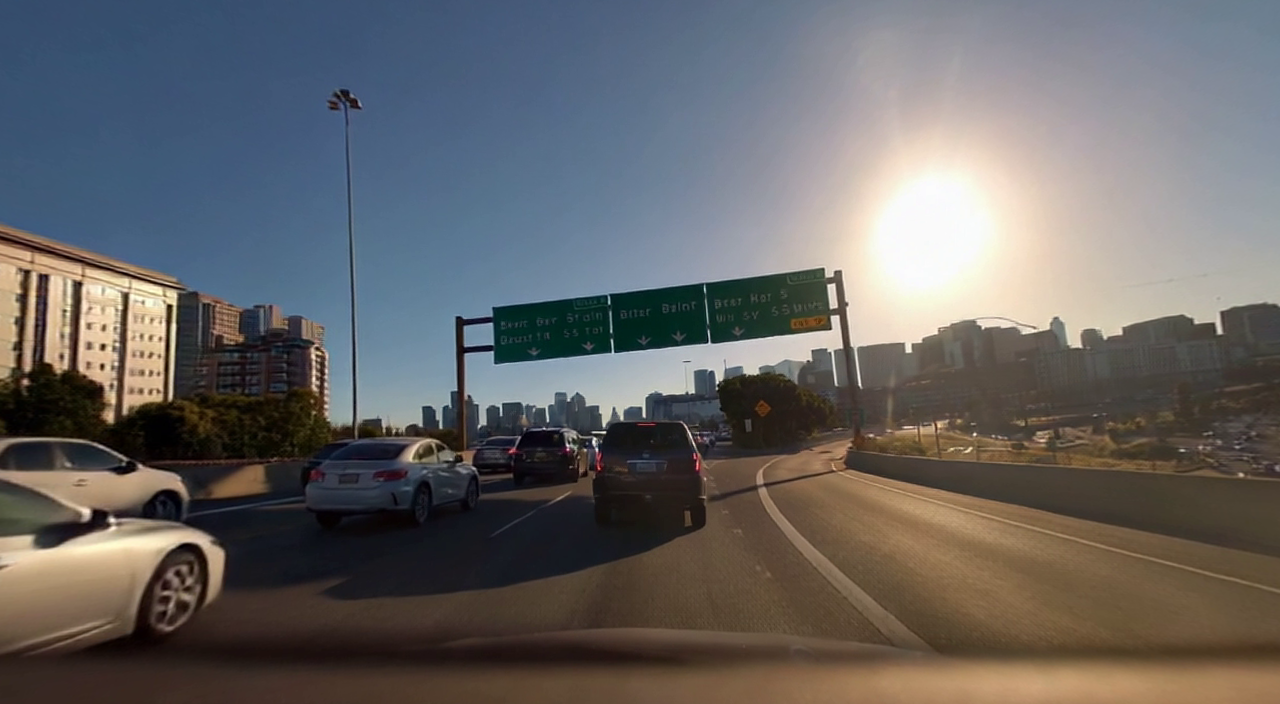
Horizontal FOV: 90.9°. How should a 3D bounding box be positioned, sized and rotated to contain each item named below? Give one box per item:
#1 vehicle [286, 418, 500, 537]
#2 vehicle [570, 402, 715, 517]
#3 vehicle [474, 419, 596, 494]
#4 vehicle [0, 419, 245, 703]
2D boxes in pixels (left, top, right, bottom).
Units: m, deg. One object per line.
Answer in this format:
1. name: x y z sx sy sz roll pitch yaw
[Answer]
1. vehicle: -4.132 2.175 11.516 1.953 1.729 4.377 0 -9 3
2. vehicle: 0.145 2.388 14.419 2.616 2.063 5.933 0 -9 2
3. vehicle: -2.939 3.149 19.352 2.286 1.931 5.729 -1 -9 5
4. vehicle: -4.177 1.020 2.737 2.087 1.481 4.225 0 -9 2
